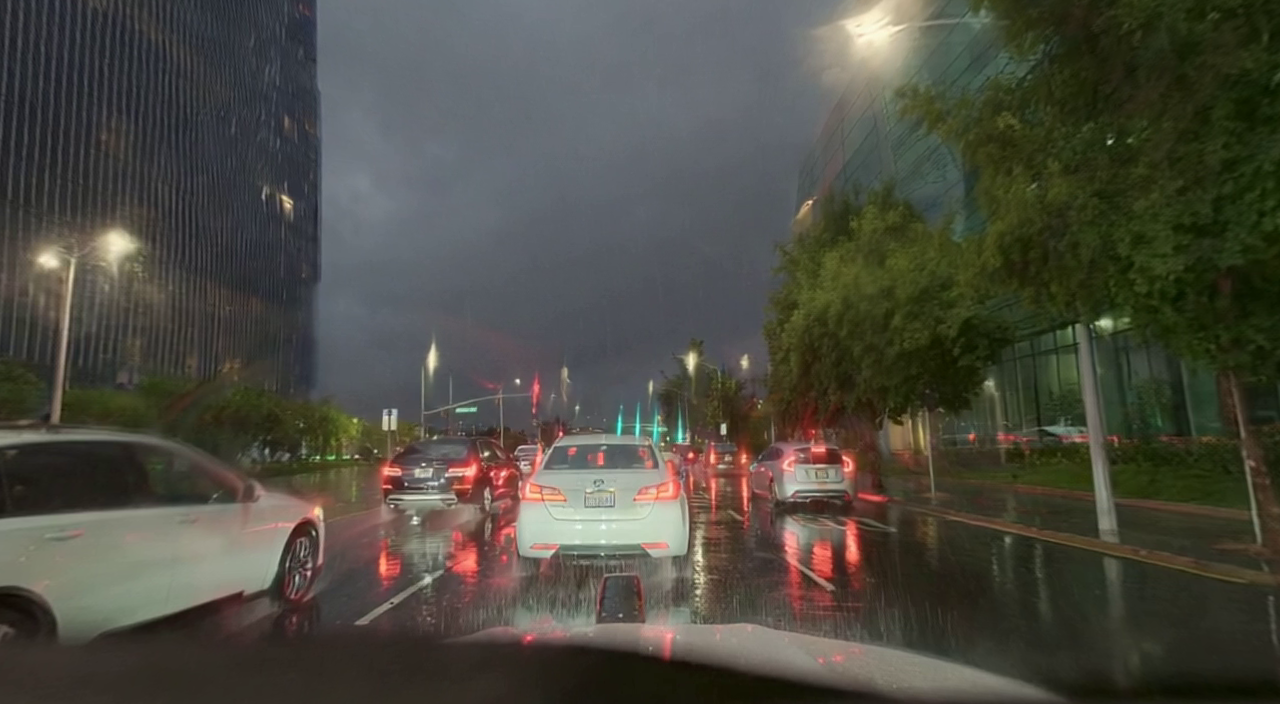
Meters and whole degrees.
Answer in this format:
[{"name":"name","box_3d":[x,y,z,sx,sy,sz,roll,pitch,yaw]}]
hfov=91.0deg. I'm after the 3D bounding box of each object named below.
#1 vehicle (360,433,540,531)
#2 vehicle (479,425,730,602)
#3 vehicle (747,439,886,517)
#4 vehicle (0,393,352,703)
[{"name":"vehicle","box_3d":[-3.341,2.376,12.159,2.044,1.508,4.479,0,-9,0]},{"name":"vehicle","box_3d":[-0.254,1.734,7.718,2.174,1.509,4.374,0,-9,2]},{"name":"vehicle","box_3d":[3.860,2.819,14.616,1.940,1.514,4.187,0,-9,-1]},{"name":"vehicle","box_3d":[-3.549,1.078,3.504,1.933,1.520,4.195,0,-9,-1]}]
